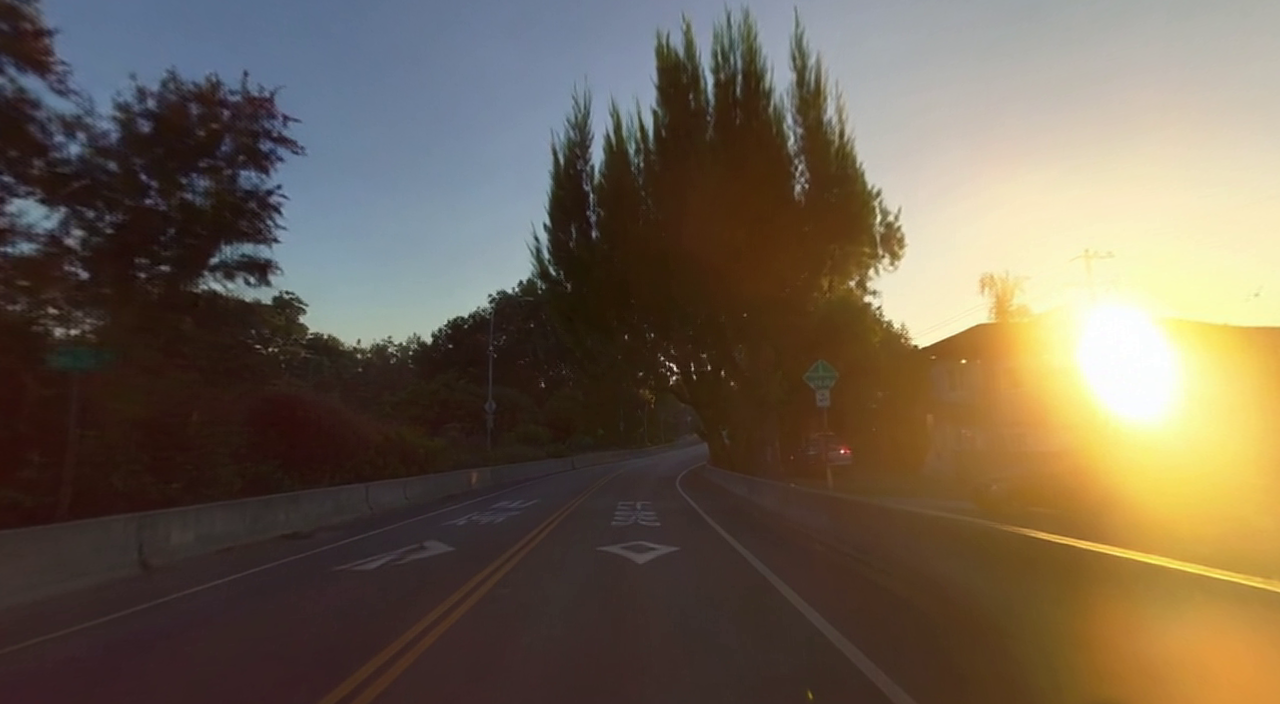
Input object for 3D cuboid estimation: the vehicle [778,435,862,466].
[{"bbox_3d":[10.982,6.059,38.789,4.614,1.764,1.860,-2,-8,6],"label":"vehicle"}]
